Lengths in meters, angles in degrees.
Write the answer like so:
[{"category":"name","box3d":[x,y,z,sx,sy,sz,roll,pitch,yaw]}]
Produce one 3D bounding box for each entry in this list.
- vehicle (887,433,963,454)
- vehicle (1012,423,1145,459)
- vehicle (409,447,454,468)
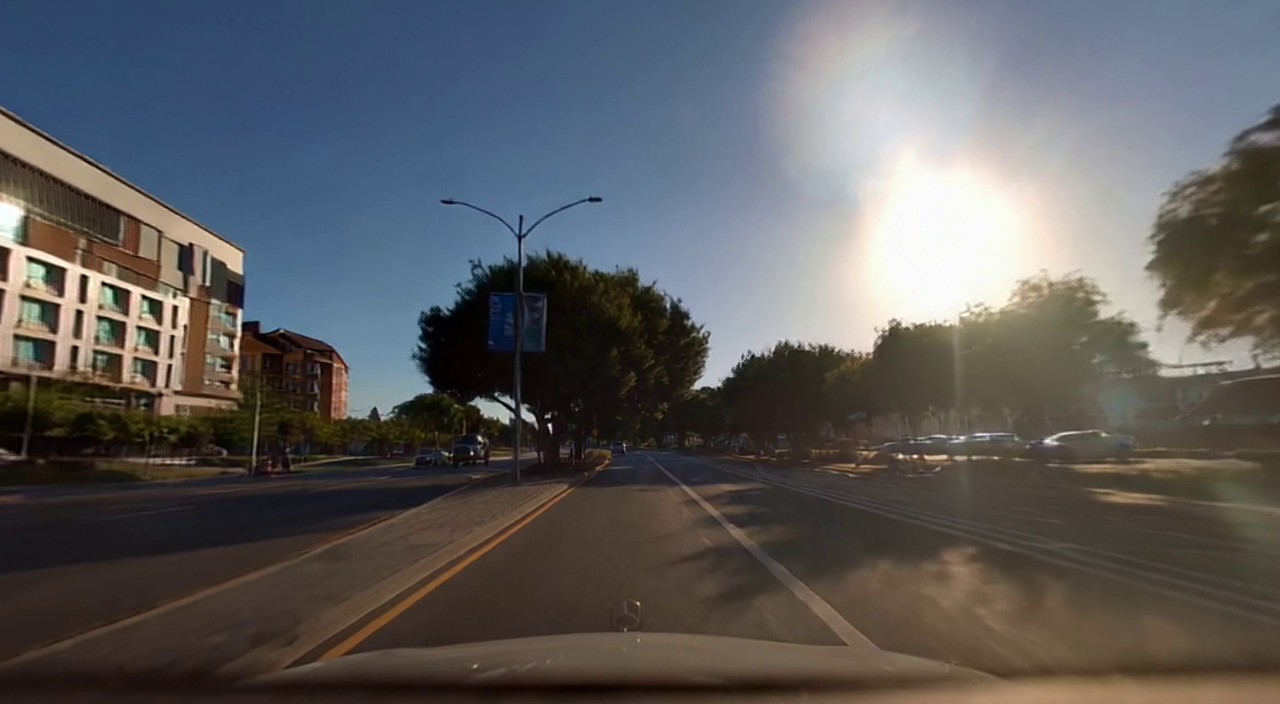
[{"category":"vehicle","box3d":[21.743,7.003,48.301,4.739,1.569,2.097,-1,-9,3]},{"category":"vehicle","box3d":[22.494,4.585,32.477,5.320,1.722,2.651,2,-9,-15]},{"category":"vehicle","box3d":[-16.225,8.189,49.368,1.966,1.523,4.555,0,-9,0]}]
